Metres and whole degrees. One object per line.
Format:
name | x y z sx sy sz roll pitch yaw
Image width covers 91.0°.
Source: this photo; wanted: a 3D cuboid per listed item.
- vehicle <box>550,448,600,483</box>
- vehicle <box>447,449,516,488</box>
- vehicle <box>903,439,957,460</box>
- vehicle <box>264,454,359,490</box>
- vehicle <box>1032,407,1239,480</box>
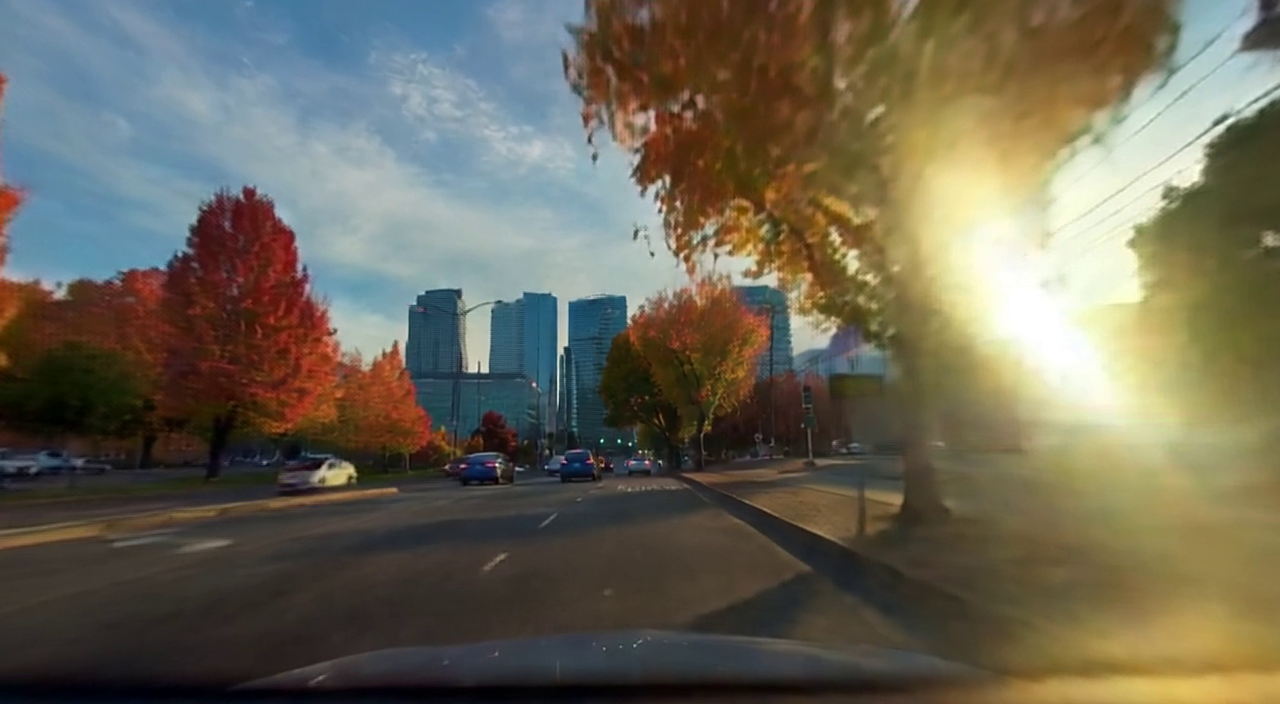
vehicle | -3.374 5.981 33.450 2.085 1.663 4.513 0 -9 1
vehicle | -7.092 5.223 28.659 1.932 1.596 4.247 0 -9 1
vehicle | 22.147 7.466 48.257 1.884 1.532 4.745 0 -9 1
vehicle | -15.790 5.761 30.640 1.969 1.503 4.797 0 -9 1
vehicle | 13.082 2.408 16.994 1.862 1.559 3.959 -4 -6 -11
